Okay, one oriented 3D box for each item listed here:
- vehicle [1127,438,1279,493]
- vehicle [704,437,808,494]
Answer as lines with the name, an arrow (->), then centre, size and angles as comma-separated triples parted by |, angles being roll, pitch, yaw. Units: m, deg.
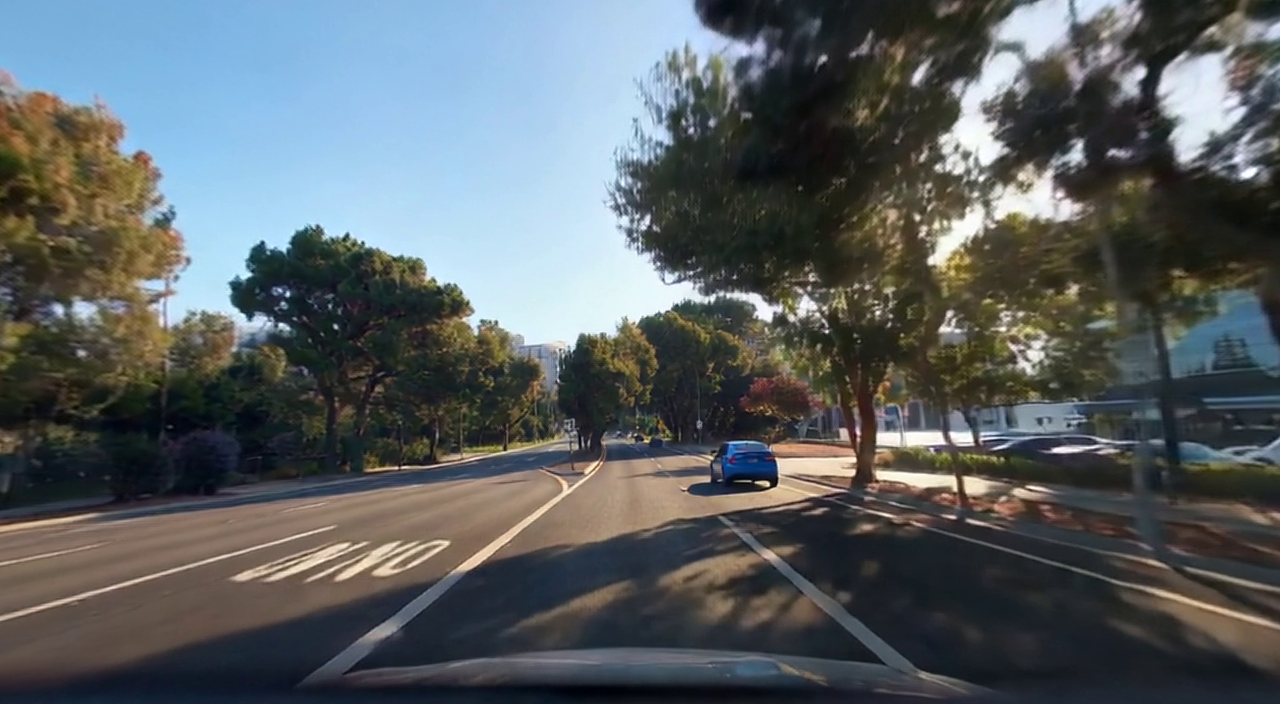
vehicle -> 19.546, 3.844, 21.397 | 4.418, 1.418, 1.873 | -4, -14, -2
vehicle -> 3.320, 3.354, 19.074 | 2.114, 1.493, 4.430 | 0, -8, -2
